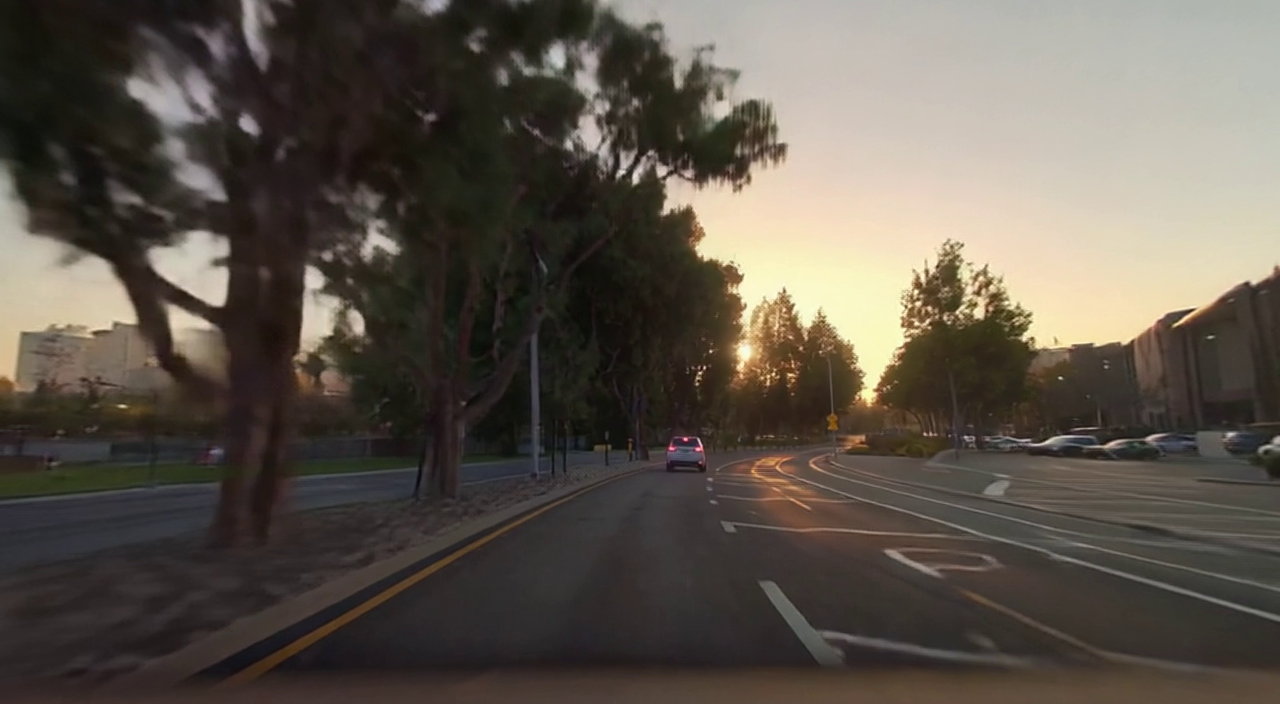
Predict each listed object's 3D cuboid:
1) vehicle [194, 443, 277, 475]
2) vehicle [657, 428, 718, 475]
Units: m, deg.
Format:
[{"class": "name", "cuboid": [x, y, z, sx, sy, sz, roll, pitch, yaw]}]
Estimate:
[{"class": "vehicle", "cuboid": [-20.499, 5.407, 32.032, 1.829, 1.501, 4.149, 1, -8, -6]}, {"class": "vehicle", "cuboid": [2.322, 4.564, 29.088, 2.371, 1.926, 5.615, -1, -8, 8]}]
